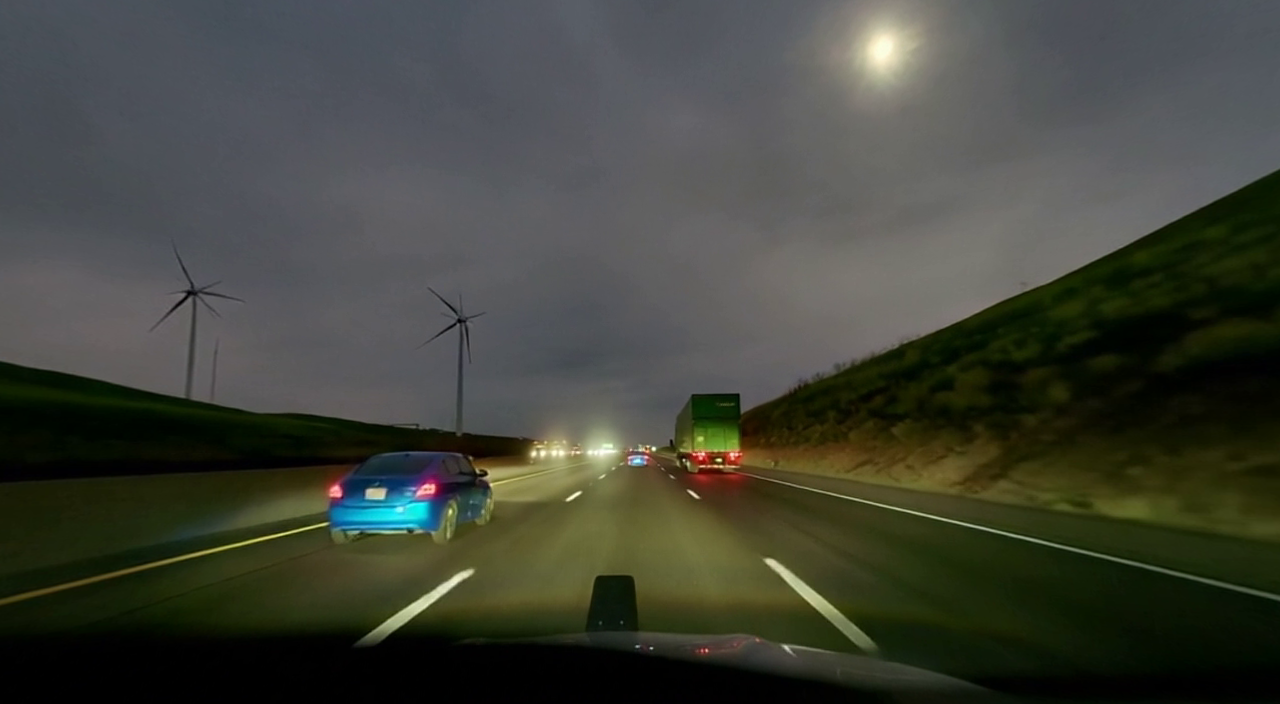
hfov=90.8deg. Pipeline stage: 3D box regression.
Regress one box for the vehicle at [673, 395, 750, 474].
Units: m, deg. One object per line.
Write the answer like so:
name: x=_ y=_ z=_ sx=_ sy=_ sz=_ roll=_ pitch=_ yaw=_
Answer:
vehicle: x=3.963 y=5.245 z=38.911 sx=2.947 sy=3.989 sz=13.568 roll=0 pitch=-9 yaw=-1

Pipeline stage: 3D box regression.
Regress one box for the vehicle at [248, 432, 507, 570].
vehicle: x=-3.363 y=1.980 z=9.135 sx=1.952 sy=1.521 sz=4.095 roll=0 pitch=-9 yaw=0

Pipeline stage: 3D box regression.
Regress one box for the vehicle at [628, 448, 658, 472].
vehicle: x=0.191 y=7.198 z=42.238 sx=1.931 sy=1.453 sz=3.695 roll=0 pitch=-9 yaw=0
